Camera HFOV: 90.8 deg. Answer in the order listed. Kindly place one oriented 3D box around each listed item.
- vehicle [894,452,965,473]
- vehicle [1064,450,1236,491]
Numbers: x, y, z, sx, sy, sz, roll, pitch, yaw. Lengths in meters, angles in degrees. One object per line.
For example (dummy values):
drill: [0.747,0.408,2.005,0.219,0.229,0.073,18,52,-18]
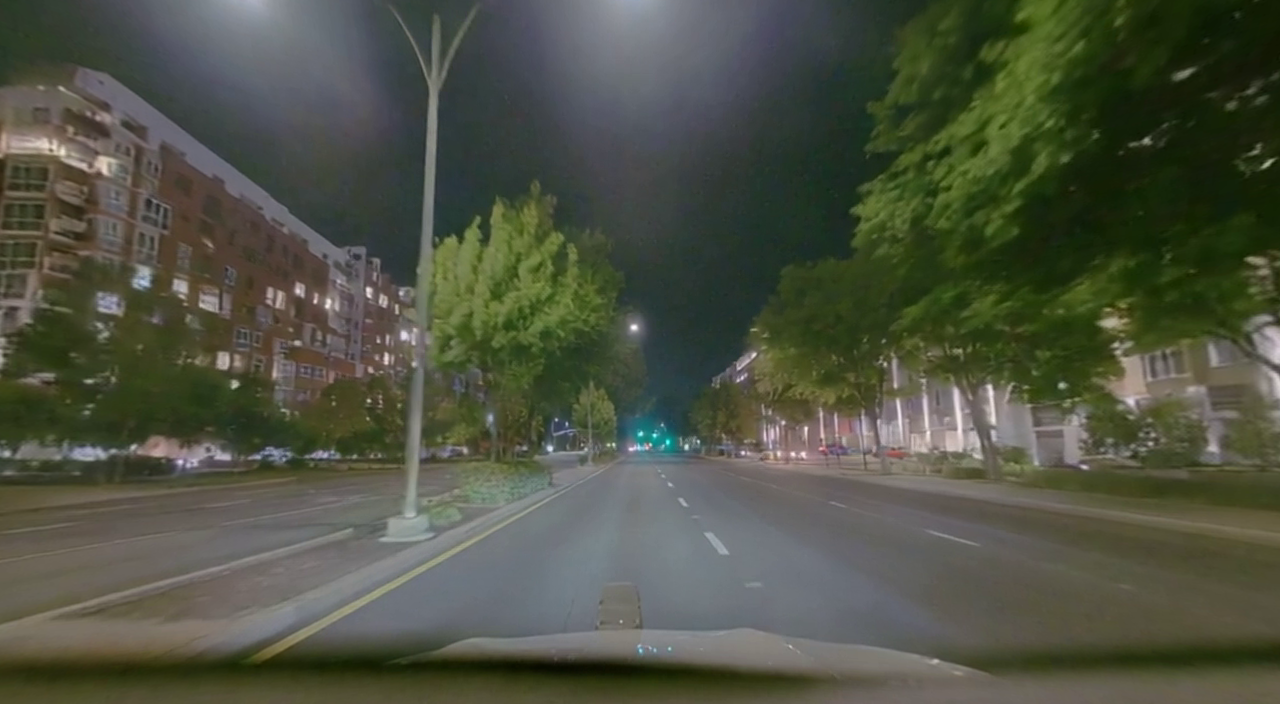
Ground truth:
vehicle: [20.150,7.680,44.038,3.975,1.387,1.914,0,-9,-2]
vehicle: [20.159,4.674,25.170,4.983,1.542,2.099,0,-9,1]
